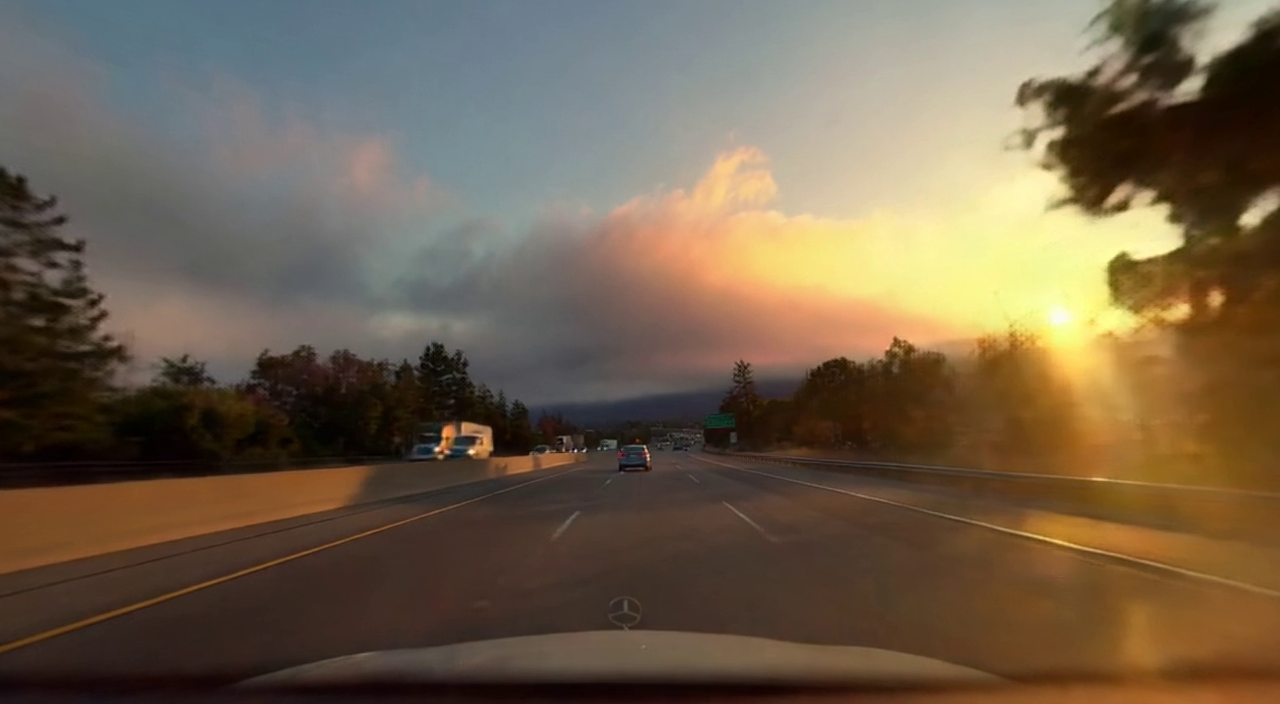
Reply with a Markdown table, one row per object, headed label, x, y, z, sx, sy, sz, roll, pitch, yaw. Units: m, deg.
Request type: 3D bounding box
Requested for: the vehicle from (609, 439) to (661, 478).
| label | x | y | z | sx | sy | sz | roll | pitch | yaw |
| --- | --- | --- | --- | --- | --- | --- | --- | --- | --- |
| vehicle | -0.133 | 4.890 | 29.092 | 2.231 | 1.652 | 4.503 | 0 | -9 | 2 |
